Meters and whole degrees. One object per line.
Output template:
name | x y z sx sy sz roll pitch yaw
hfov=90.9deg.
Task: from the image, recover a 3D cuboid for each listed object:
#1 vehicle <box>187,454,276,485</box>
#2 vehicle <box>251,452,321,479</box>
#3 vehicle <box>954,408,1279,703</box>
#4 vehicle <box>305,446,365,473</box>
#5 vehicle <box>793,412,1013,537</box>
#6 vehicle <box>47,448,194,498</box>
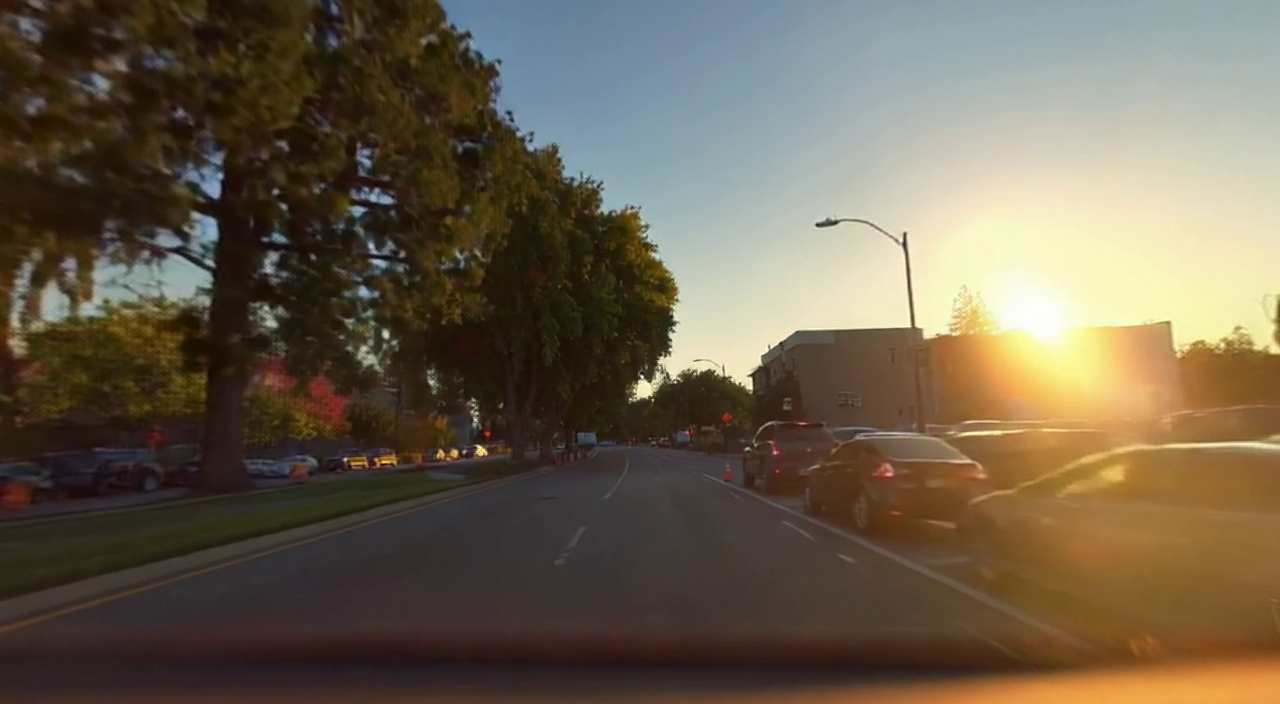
vehicle | -21.494 6.153 33.363 1.834 1.441 4.416 0 -8 -2
vehicle | -21.539 6.881 38.538 1.746 1.447 4.448 0 -8 0
vehicle | 3.995 1.081 3.580 2.003 1.442 4.606 0 -8 -1
vehicle | -21.625 7.608 44.987 1.941 1.743 5.264 0 -8 -4
vehicle | 4.163 2.002 10.912 1.916 1.701 4.358 0 -8 0
vehicle | -21.465 4.964 26.385 2.027 1.855 4.908 0 -8 -1
